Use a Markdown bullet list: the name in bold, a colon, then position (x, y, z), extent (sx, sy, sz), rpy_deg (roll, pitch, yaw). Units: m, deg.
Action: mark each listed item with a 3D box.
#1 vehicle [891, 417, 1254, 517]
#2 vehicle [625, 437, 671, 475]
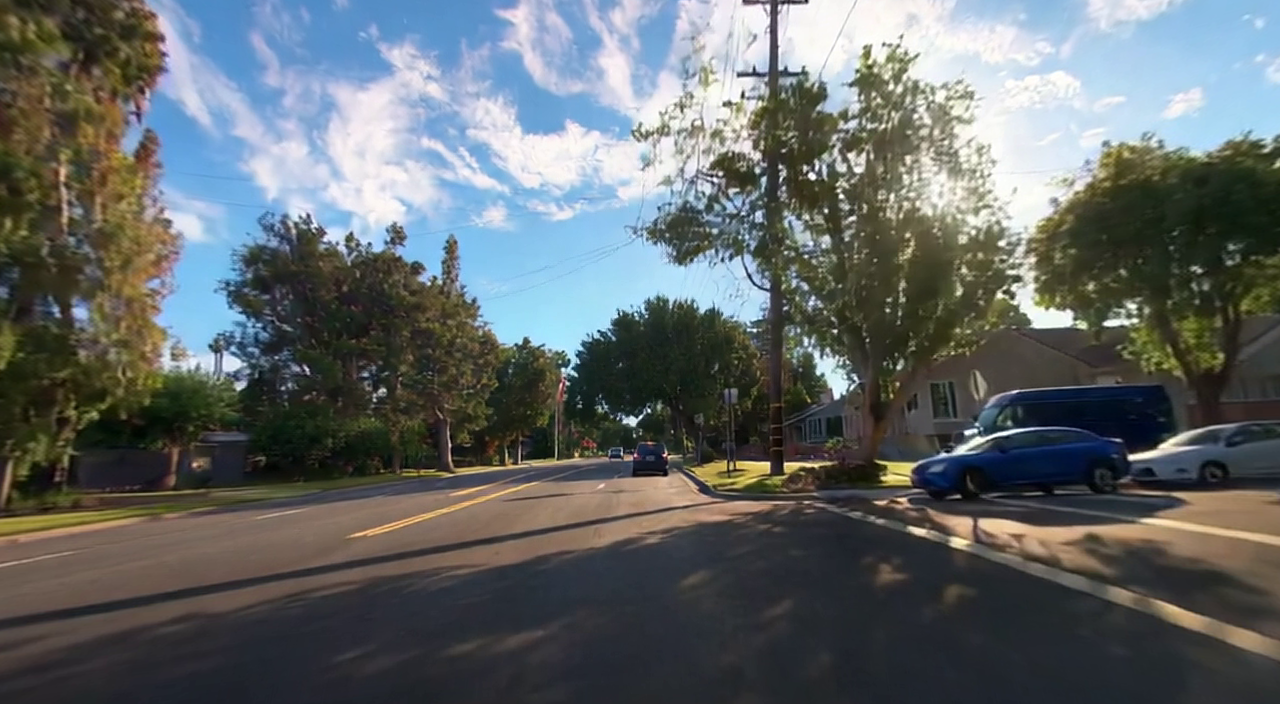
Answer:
- **vehicle**: position (6.827, 1.872, 10.411), extent (4.543, 1.472, 1.830), rpy_deg (-1, -9, 2)
- **vehicle**: position (0.398, 5.052, 30.807), extent (2.120, 1.718, 3.909), rpy_deg (0, -8, 1)
